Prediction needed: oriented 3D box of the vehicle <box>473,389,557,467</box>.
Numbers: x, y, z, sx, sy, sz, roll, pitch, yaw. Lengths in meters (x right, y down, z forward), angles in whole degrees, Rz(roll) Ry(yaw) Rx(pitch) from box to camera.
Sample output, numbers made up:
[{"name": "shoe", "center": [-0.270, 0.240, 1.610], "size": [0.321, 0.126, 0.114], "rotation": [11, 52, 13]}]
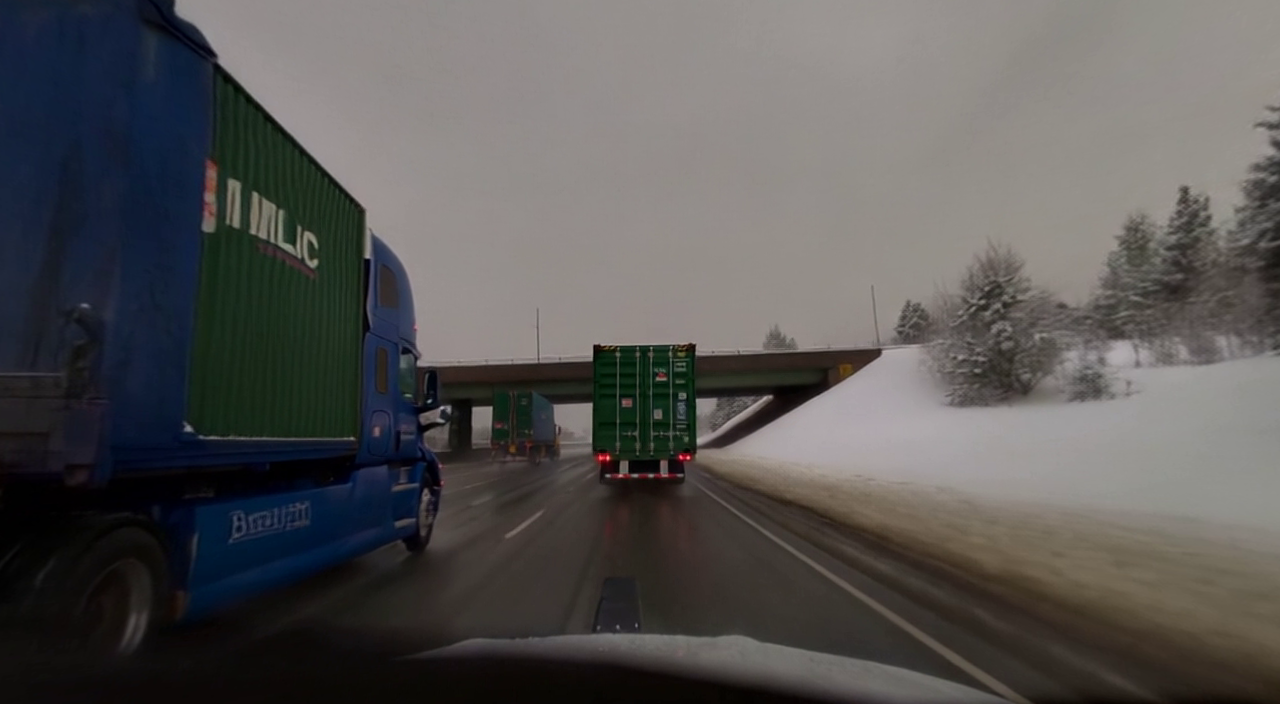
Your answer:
[{"name": "vehicle", "center": [-7.418, 4.912, 39.680], "size": [3.023, 4.139, 11.860], "rotation": [0, -9, -1]}]

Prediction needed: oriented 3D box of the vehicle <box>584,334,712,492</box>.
[{"name": "vehicle", "center": [0.066, 2.140, 20.627], "size": [3.357, 4.212, 7.519], "rotation": [0, -9, -2]}]

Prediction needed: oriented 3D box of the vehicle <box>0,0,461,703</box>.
[{"name": "vehicle", "center": [-3.508, -0.149, 3.210], "size": [3.187, 3.949, 6.963], "rotation": [0, -9, -1]}]
